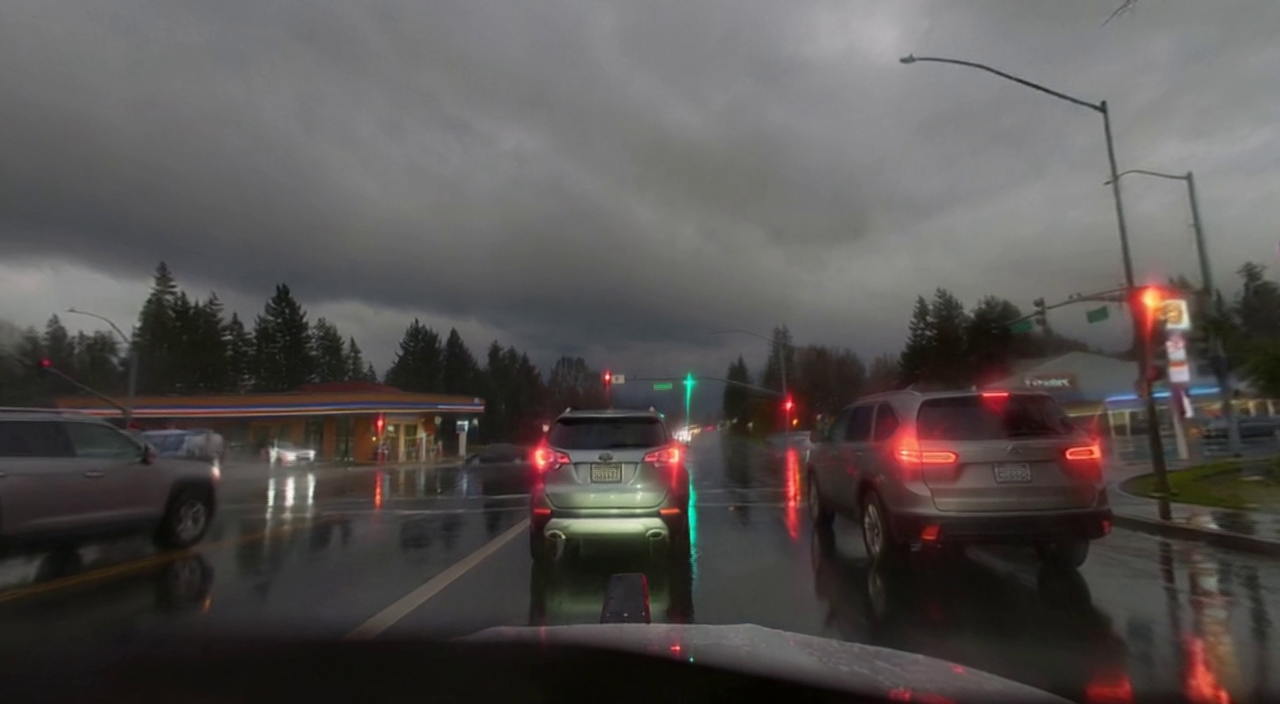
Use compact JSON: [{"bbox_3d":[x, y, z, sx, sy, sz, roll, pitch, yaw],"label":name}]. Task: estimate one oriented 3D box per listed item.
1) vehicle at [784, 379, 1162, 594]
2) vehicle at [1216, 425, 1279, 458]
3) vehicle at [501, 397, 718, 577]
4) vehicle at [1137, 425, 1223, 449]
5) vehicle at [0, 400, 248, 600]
[{"bbox_3d":[3.275,1.438,7.486,2.083,1.779,4.347,0,-8,0],"label":"vehicle"},{"bbox_3d":[28.996,4.062,28.716,4.007,1.420,1.719,1,-8,-7],"label":"vehicle"},{"bbox_3d":[-0.238,1.587,8.092,2.067,1.702,3.987,0,-8,1],"label":"vehicle"},{"bbox_3d":[36.459,5.746,42.577,4.276,1.579,1.762,1,-8,-4],"label":"vehicle"},{"bbox_3d":[-6.714,1.457,6.538,2.011,1.774,4.866,0,-8,2],"label":"vehicle"}]
